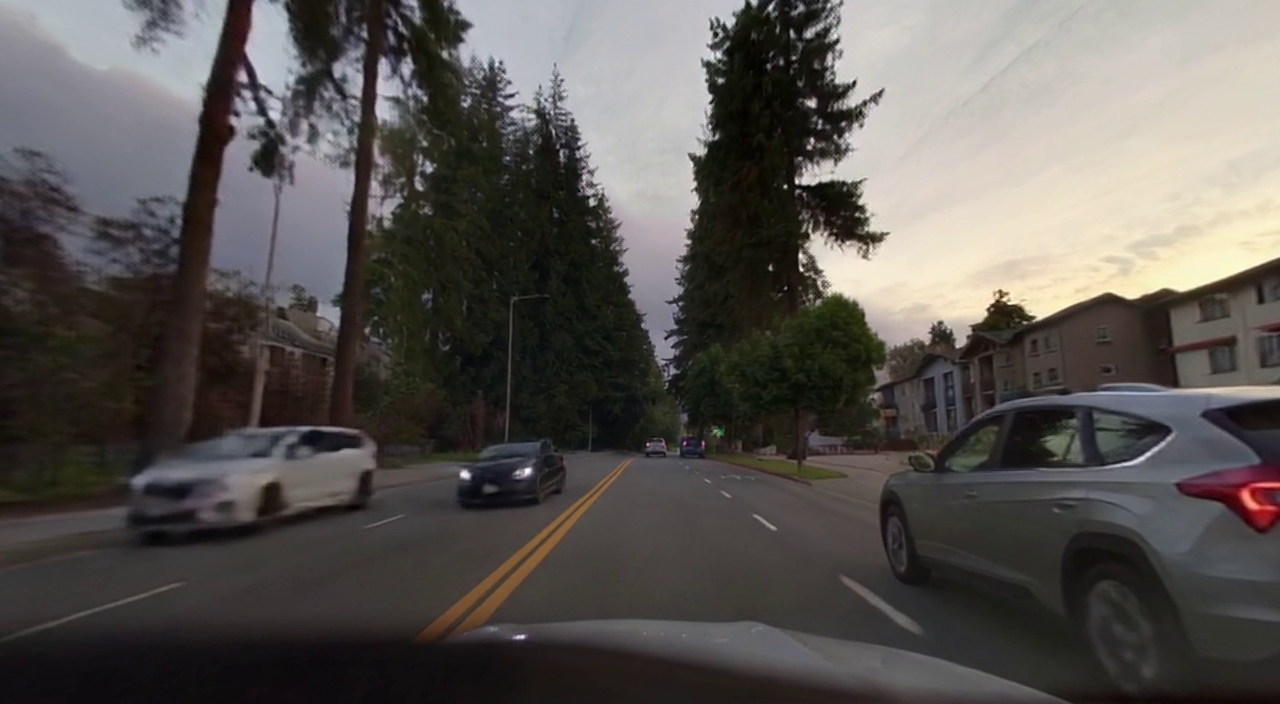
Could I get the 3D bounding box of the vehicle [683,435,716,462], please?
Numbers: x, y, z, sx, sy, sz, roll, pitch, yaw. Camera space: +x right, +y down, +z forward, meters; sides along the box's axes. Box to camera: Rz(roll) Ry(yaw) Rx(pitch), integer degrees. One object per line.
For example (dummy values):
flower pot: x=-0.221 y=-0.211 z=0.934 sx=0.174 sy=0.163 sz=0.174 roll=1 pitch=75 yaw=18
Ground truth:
vehicle: x=4.182 y=6.892 z=44.888 sx=2.069 sy=1.791 sz=4.422 roll=0 pitch=-8 yaw=2

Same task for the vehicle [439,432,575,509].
vehicle: x=-2.946 y=2.739 z=15.132 sx=2.151 sy=1.540 sz=4.673 roll=0 pitch=-8 yaw=1

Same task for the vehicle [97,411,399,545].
vehicle: x=-6.324 y=2.067 z=11.051 sx=2.217 sy=1.824 sz=4.671 roll=0 pitch=-8 yaw=1

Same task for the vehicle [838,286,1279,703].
vehicle: x=3.347 y=1.039 z=4.420 sx=2.219 sy=1.881 sz=5.104 roll=0 pitch=-8 yaw=0
